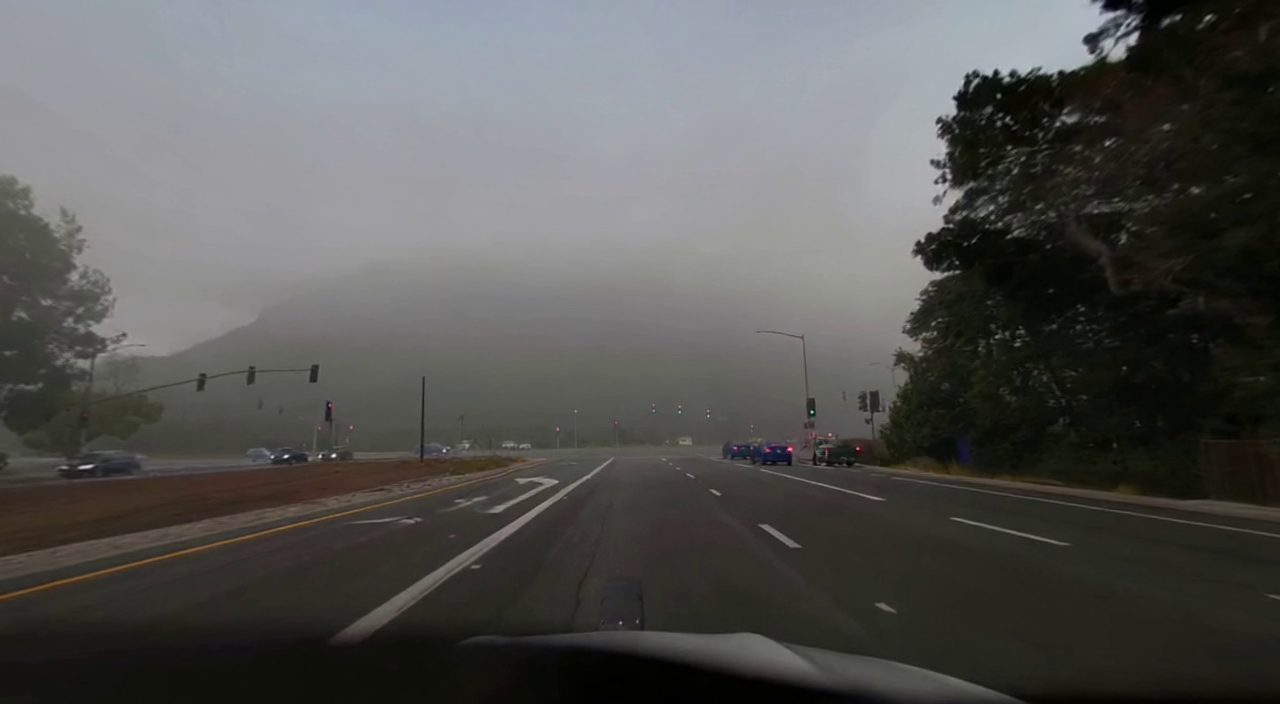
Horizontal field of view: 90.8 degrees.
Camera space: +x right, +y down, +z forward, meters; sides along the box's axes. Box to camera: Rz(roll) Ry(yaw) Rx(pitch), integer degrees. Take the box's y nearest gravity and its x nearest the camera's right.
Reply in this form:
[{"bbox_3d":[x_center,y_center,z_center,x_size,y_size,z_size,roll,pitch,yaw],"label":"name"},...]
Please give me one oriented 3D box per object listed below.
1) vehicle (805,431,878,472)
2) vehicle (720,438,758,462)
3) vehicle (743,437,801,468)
[{"bbox_3d":[9.440,4.708,30.034,1.977,1.773,4.646,0,-8,1],"label":"vehicle"},{"bbox_3d":[6.857,6.836,44.221,1.899,1.570,4.666,0,-8,0],"label":"vehicle"},{"bbox_3d":[6.916,5.322,33.604,1.990,1.480,4.624,0,-8,-1],"label":"vehicle"}]
